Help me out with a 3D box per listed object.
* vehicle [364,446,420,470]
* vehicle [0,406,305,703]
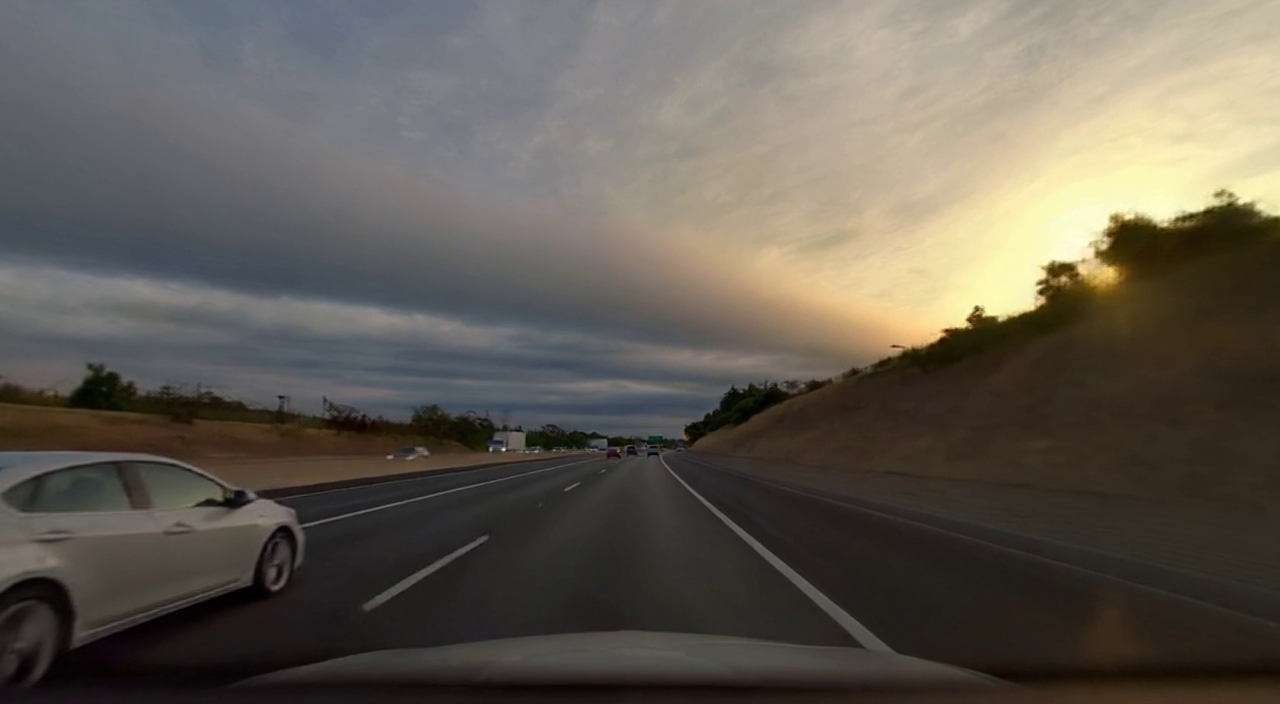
[{"bbox_3d":[-17.456,7.465,44.620,1.965,1.552,4.575,-1,-9,2],"label":"vehicle"},{"bbox_3d":[-3.804,1.115,3.497,1.991,1.507,3.391,0,-9,0],"label":"vehicle"}]
